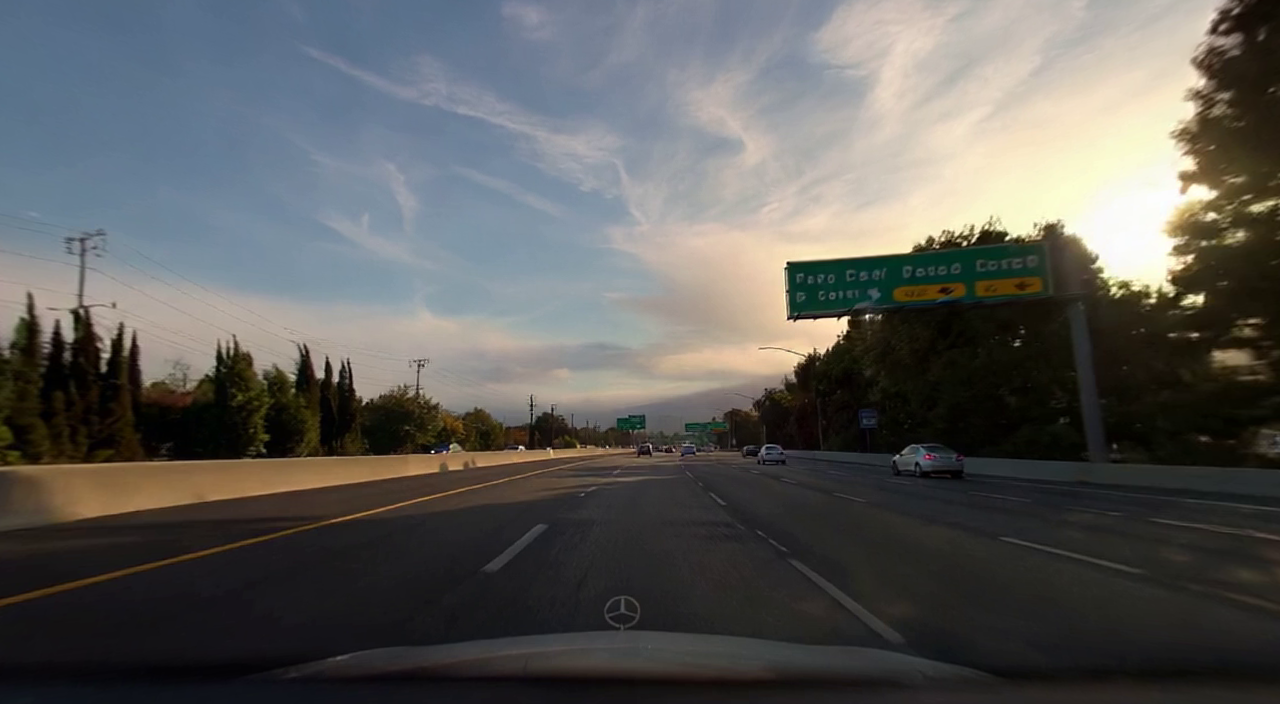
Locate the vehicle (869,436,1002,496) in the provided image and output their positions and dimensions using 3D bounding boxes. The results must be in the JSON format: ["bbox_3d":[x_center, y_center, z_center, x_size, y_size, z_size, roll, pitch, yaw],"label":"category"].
[{"bbox_3d":[8.936,3.474,19.637,2.090,1.643,4.513,0,-9,3],"label":"vehicle"}]

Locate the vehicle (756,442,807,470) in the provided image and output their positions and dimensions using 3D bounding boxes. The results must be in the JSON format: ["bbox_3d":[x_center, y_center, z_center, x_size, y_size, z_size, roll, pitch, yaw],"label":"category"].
[{"bbox_3d":[8.090,5.966,36.506,1.861,1.500,4.860,0,-9,0],"label":"vehicle"}]
